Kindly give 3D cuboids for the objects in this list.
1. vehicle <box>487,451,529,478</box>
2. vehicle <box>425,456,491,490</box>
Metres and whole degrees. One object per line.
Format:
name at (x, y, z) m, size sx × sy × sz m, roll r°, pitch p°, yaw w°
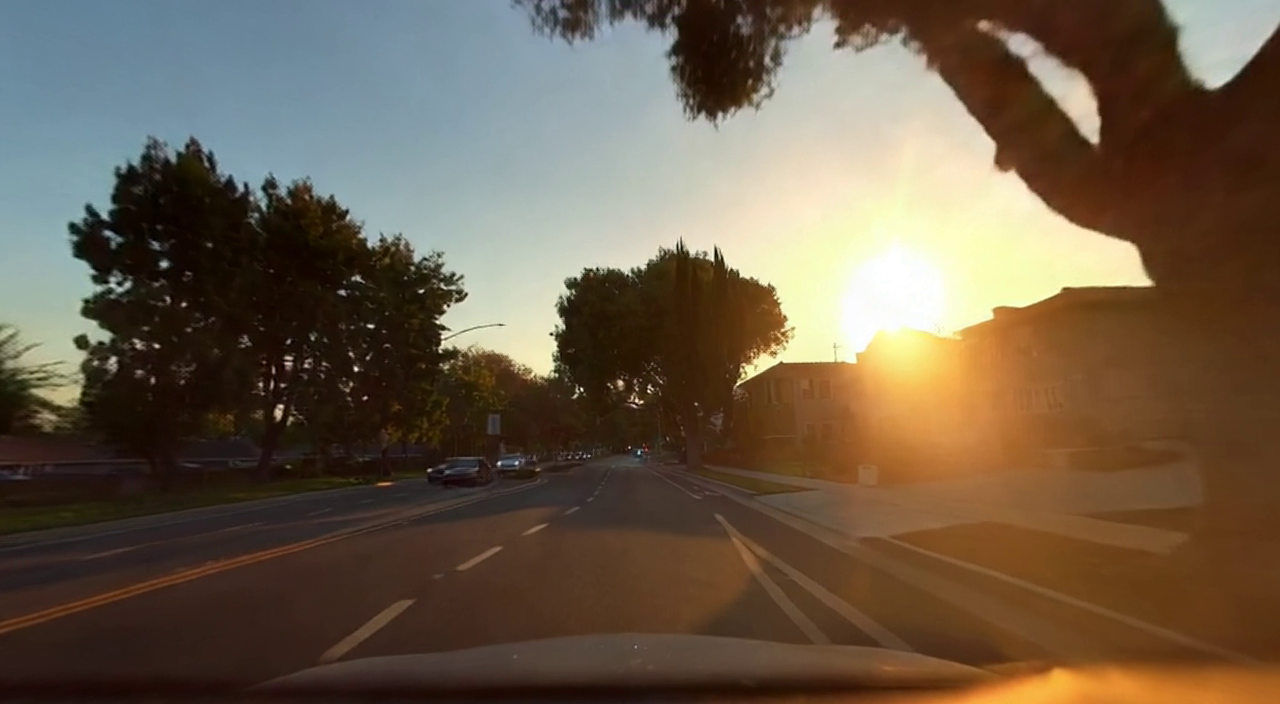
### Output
vehicle at (-9.550, 8.172, 45.896) m, size 2.057 × 1.805 × 4.933 m, roll 0°, pitch -9°, yaw 0°
vehicle at (-8.880, 5.911, 31.088) m, size 2.050 × 1.486 × 4.512 m, roll 0°, pitch -8°, yaw -2°
